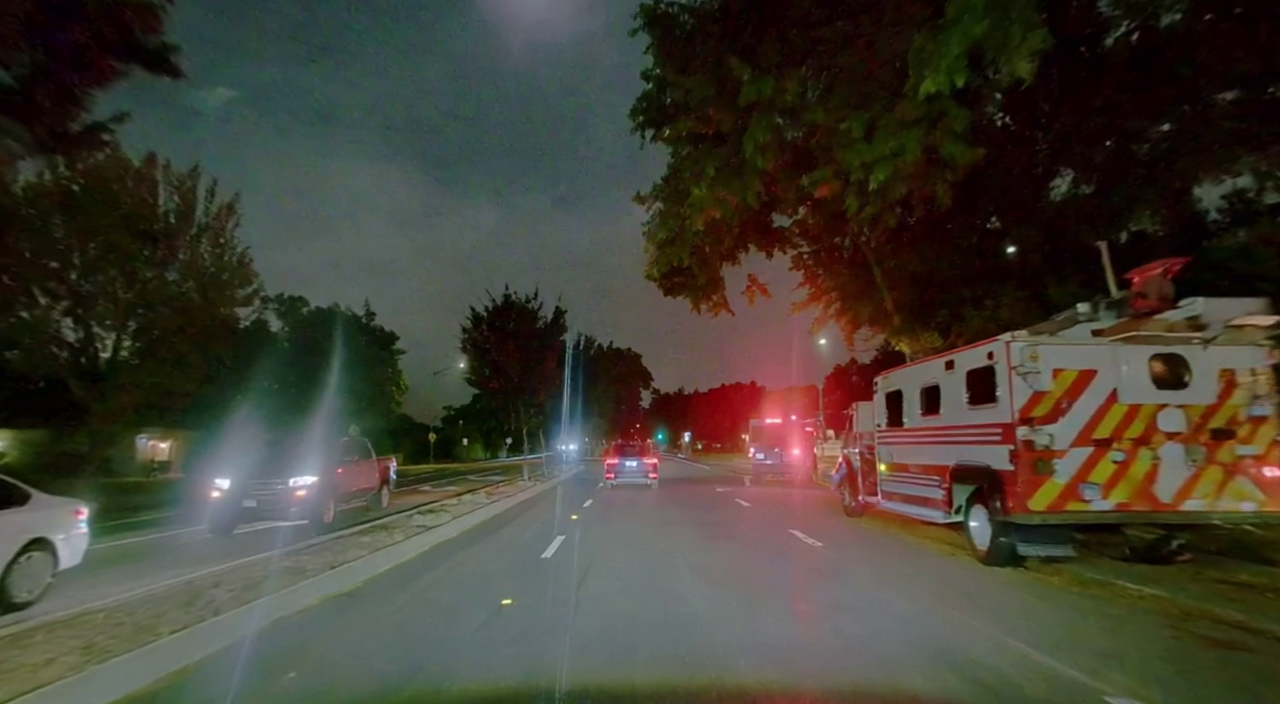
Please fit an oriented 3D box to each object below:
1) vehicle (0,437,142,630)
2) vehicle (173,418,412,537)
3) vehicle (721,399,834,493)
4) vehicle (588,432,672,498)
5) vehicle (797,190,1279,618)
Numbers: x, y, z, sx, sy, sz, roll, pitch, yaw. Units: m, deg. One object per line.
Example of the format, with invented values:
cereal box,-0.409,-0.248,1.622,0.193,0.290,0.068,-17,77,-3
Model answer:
vehicle,-5.861,1.240,3.837,1.969,1.457,4.532,0,-8,0
vehicle,-6.434,2.365,12.597,2.165,1.876,4.903,0,-8,-3
vehicle,5.126,3.403,22.794,2.654,2.824,5.794,-7,-10,23
vehicle,-0.206,3.115,17.780,2.106,1.655,3.717,0,-8,1
vehicle,5.160,1.121,9.448,2.885,3.246,9.408,0,-10,-2
